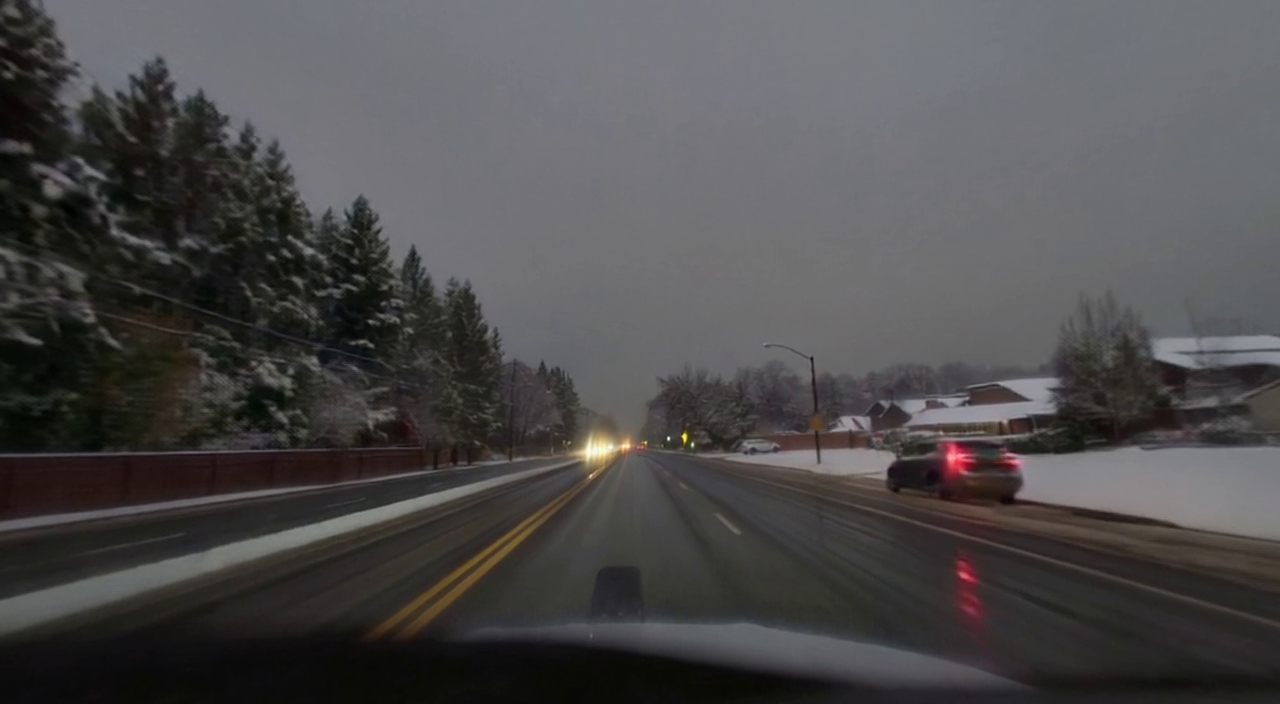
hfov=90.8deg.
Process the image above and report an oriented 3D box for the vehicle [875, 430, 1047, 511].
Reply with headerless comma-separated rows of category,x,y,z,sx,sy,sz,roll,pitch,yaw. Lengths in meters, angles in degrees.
vehicle,7.332,2.729,15.013,1.965,1.623,4.096,0,-9,1
